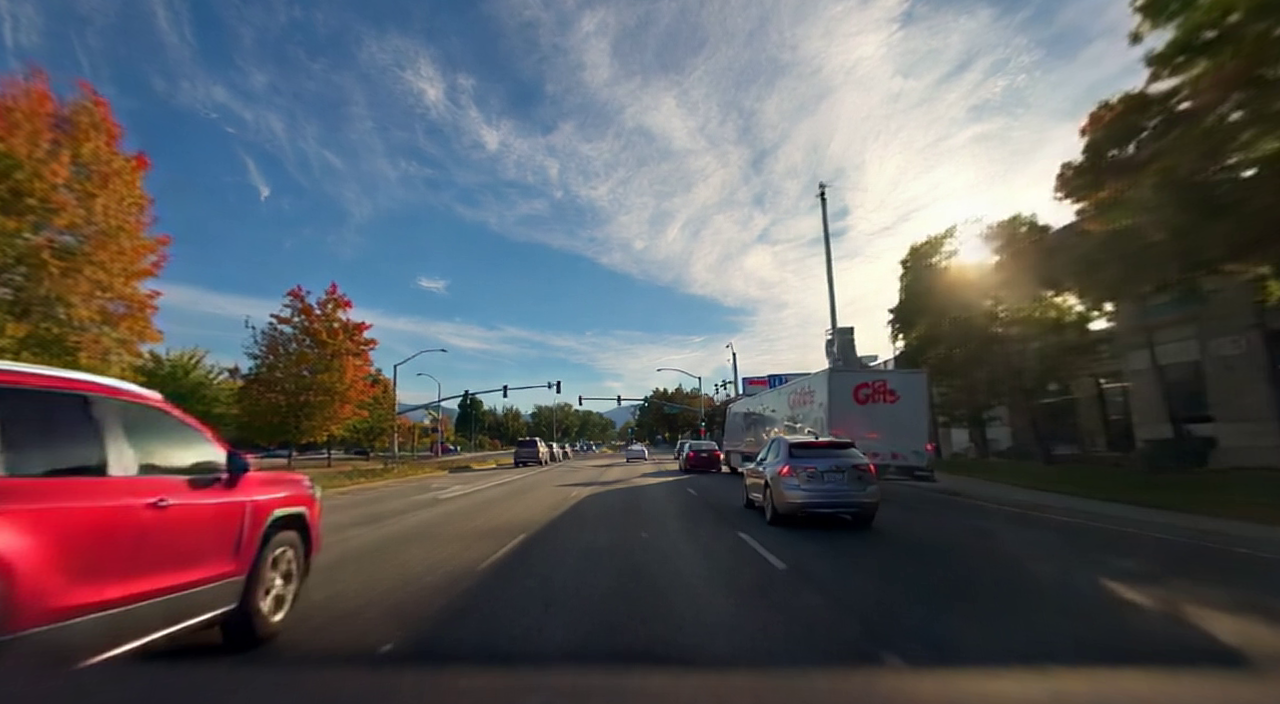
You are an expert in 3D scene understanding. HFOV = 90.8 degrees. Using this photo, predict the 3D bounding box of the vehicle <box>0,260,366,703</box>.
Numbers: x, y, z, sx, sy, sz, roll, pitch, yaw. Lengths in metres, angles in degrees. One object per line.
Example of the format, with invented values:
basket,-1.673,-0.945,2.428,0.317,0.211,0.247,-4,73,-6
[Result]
vehicle,-3.740,0.862,3.583,2.368,2.037,5.319,0,-8,-5

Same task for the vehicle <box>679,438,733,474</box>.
vehicle,2.853,4.629,28.381,1.842,1.480,4.155,0,-8,-2

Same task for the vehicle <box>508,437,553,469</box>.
vehicle,-6.738,6.249,39.366,2.136,1.837,4.669,0,-8,-2

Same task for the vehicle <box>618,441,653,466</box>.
vehicle,-0.292,6.154,38.463,2.008,1.464,4.052,0,-8,-1

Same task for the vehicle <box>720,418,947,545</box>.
vehicle,2.779,2.004,10.514,2.174,1.596,4.779,0,-8,-1
